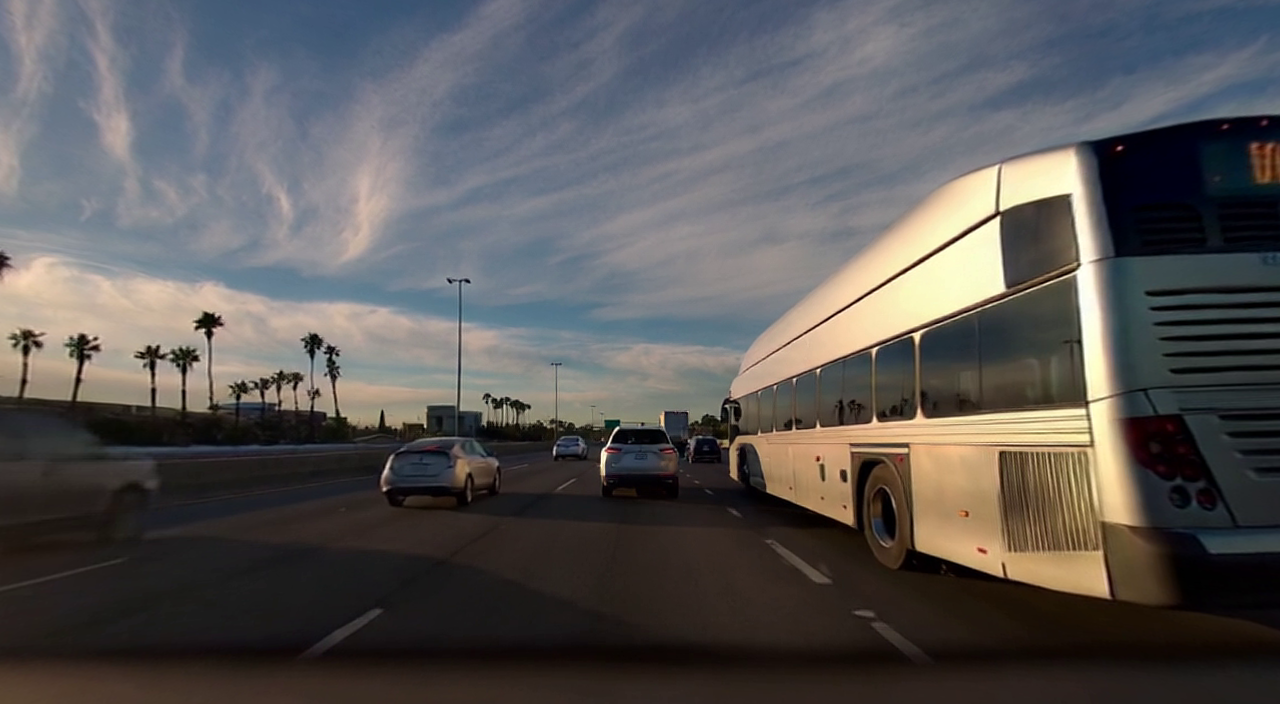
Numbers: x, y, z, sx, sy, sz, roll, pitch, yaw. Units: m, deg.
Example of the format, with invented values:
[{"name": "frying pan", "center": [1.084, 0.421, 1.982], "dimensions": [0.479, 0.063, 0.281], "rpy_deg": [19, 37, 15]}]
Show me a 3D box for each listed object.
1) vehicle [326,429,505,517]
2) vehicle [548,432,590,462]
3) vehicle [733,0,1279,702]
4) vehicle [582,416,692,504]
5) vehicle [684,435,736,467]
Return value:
[{"name": "vehicle", "center": [-4.464, 2.488, 13.473], "dimensions": [2.040, 1.536, 4.680], "rpy_deg": [0, -9, 1]}, {"name": "vehicle", "center": [-4.456, 6.052, 40.234], "dimensions": [2.100, 1.765, 4.743], "rpy_deg": [0, -9, 1]}, {"name": "vehicle", "center": [3.984, 0.849, 10.169], "dimensions": [3.020, 3.622, 14.302], "rpy_deg": [0, -9, 1]}, {"name": "vehicle", "center": [-0.021, 2.560, 15.196], "dimensions": [2.268, 1.796, 4.280], "rpy_deg": [0, -9, 1]}, {"name": "vehicle", "center": [3.491, 5.089, 32.381], "dimensions": [2.039, 1.516, 4.521], "rpy_deg": [0, -9, -2]}]
